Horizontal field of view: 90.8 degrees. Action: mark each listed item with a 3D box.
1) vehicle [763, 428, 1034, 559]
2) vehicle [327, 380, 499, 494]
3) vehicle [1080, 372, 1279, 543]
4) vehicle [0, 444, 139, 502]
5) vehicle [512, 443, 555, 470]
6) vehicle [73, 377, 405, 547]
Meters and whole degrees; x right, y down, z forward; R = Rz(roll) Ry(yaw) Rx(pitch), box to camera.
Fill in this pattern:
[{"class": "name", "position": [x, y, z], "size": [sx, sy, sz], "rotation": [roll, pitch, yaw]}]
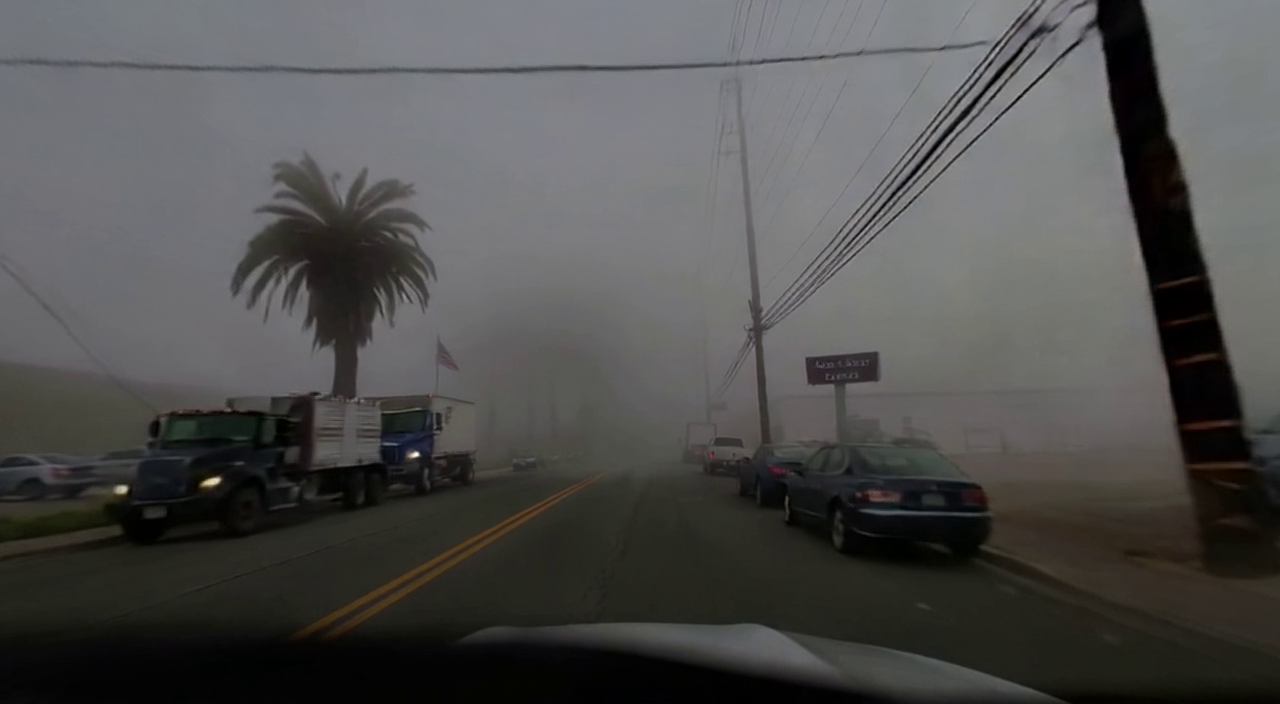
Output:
[{"class": "vehicle", "position": [3.563, 2.061, 10.043], "size": [2.246, 1.533, 4.971], "rotation": [0, -9, 1]}, {"class": "vehicle", "position": [-7.704, 3.127, 22.945], "size": [2.941, 3.418, 7.738], "rotation": [-1, -9, 3]}, {"class": "vehicle", "position": [9.017, 1.443, 9.307], "size": [2.325, 1.877, 5.987], "rotation": [-6, -9, 17]}, {"class": "vehicle", "position": [-17.131, 3.288, 17.402], "size": [4.890, 1.483, 2.055], "rotation": [0, -9, 1]}, {"class": "vehicle", "position": [-7.057, 6.965, 42.369], "size": [1.936, 1.632, 4.145], "rotation": [-3, -8, 3]}, {"class": "vehicle", "position": [-8.101, 2.370, 14.325], "size": [2.845, 2.738, 7.208], "rotation": [-3, -8, 0]}]
